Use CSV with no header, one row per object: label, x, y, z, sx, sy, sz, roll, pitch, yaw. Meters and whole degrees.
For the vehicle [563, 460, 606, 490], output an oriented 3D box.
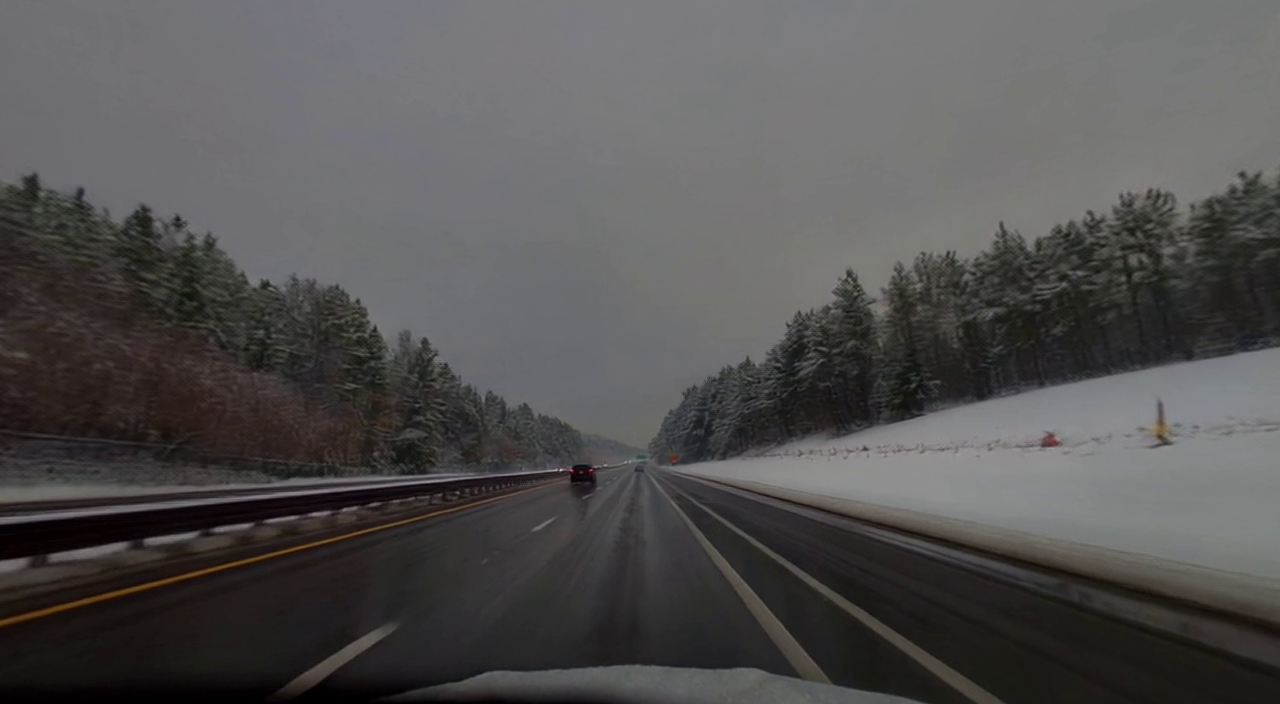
vehicle,-3.054,6.898,35.424,1.900,1.550,4.146,1,-10,1
